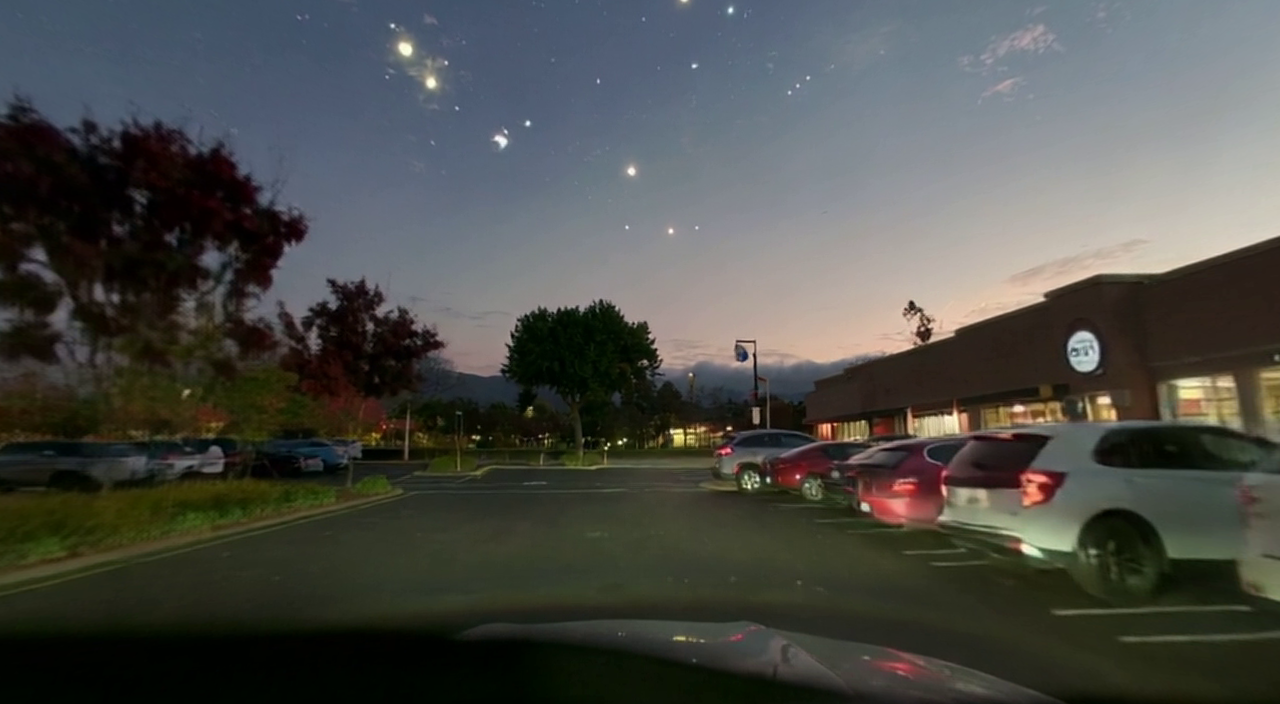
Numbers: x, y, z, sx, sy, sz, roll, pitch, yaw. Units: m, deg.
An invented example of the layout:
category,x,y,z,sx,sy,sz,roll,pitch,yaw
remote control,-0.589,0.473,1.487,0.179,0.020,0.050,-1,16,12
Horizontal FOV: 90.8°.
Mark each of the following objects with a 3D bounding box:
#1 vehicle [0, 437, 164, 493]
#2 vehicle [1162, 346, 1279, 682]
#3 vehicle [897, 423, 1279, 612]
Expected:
category,x,y,z,sx,sy,sz,roll,pitch,yaw
vehicle,-17.086,3.305,18.698,4.651,1.494,1.914,6,-10,-36
vehicle,5.757,0.864,3.270,4.256,1.876,2.064,0,-8,-3
vehicle,5.314,1.520,6.426,4.449,1.513,2.087,1,-8,-6
